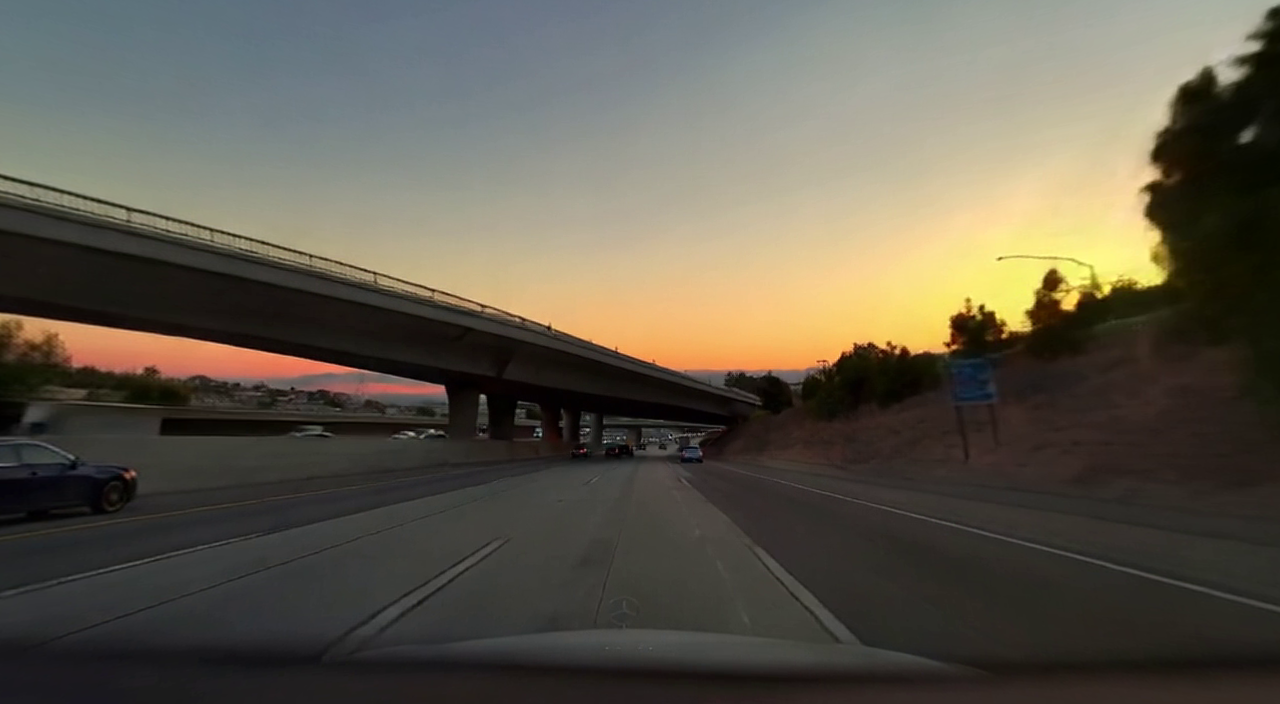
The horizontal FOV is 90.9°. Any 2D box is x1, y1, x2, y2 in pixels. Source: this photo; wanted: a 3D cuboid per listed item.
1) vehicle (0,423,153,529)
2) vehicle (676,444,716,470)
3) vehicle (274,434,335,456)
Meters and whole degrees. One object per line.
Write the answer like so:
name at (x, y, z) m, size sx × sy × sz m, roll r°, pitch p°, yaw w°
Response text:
vehicle at (-11.237, 2.104, 10.891) m, size 1.995 × 1.682 × 4.516 m, roll 0°, pitch -8°, yaw 1°
vehicle at (3.413, 6.526, 39.410) m, size 2.059 × 1.509 × 4.670 m, roll 0°, pitch -8°, yaw 0°
vehicle at (-24.199, 6.733, 45.632) m, size 1.922 × 1.544 × 4.340 m, roll 0°, pitch -8°, yaw 1°
